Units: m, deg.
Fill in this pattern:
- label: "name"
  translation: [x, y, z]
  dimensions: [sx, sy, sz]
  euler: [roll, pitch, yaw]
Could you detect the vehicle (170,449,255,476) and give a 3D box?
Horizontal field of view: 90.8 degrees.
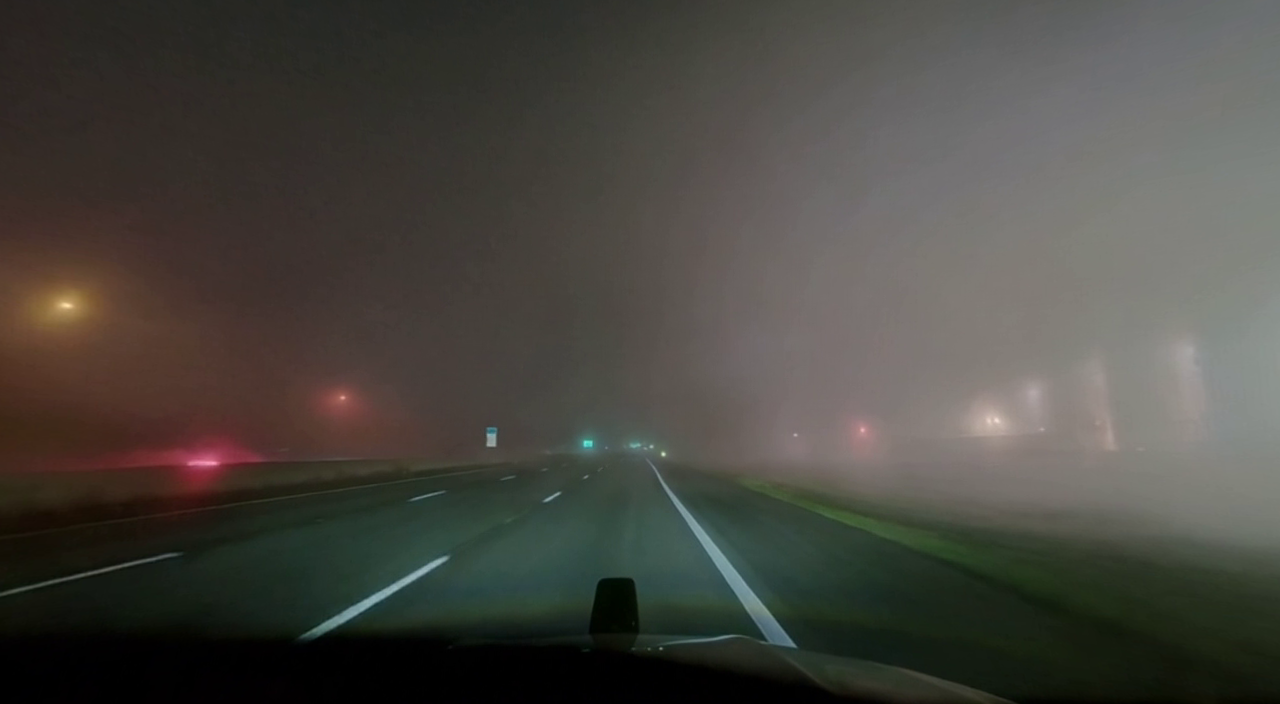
- label: "vehicle"
  translation: [-26.524, 6.873, 39.445]
  dimensions: [1.923, 1.563, 4.762]
  euler: [0, -9, 1]
